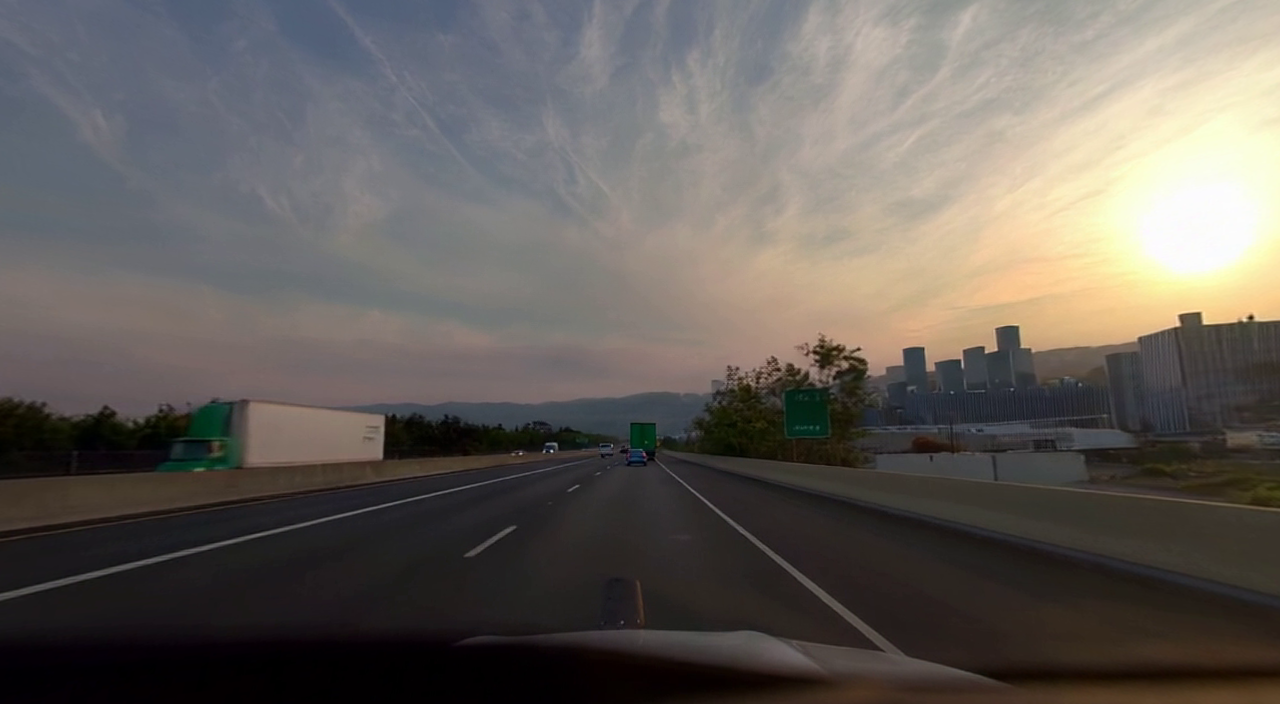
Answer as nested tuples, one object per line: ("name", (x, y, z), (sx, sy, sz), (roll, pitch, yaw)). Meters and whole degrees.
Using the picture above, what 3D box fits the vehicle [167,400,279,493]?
("vehicle", (-19.134, 4.362, 29.129), (2.971, 4.001, 2.802), (-1, -9, 2))

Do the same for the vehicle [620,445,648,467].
("vehicle", (-0.429, 7.897, 47.784), (2.094, 1.559, 3.945), (0, -9, 0))
